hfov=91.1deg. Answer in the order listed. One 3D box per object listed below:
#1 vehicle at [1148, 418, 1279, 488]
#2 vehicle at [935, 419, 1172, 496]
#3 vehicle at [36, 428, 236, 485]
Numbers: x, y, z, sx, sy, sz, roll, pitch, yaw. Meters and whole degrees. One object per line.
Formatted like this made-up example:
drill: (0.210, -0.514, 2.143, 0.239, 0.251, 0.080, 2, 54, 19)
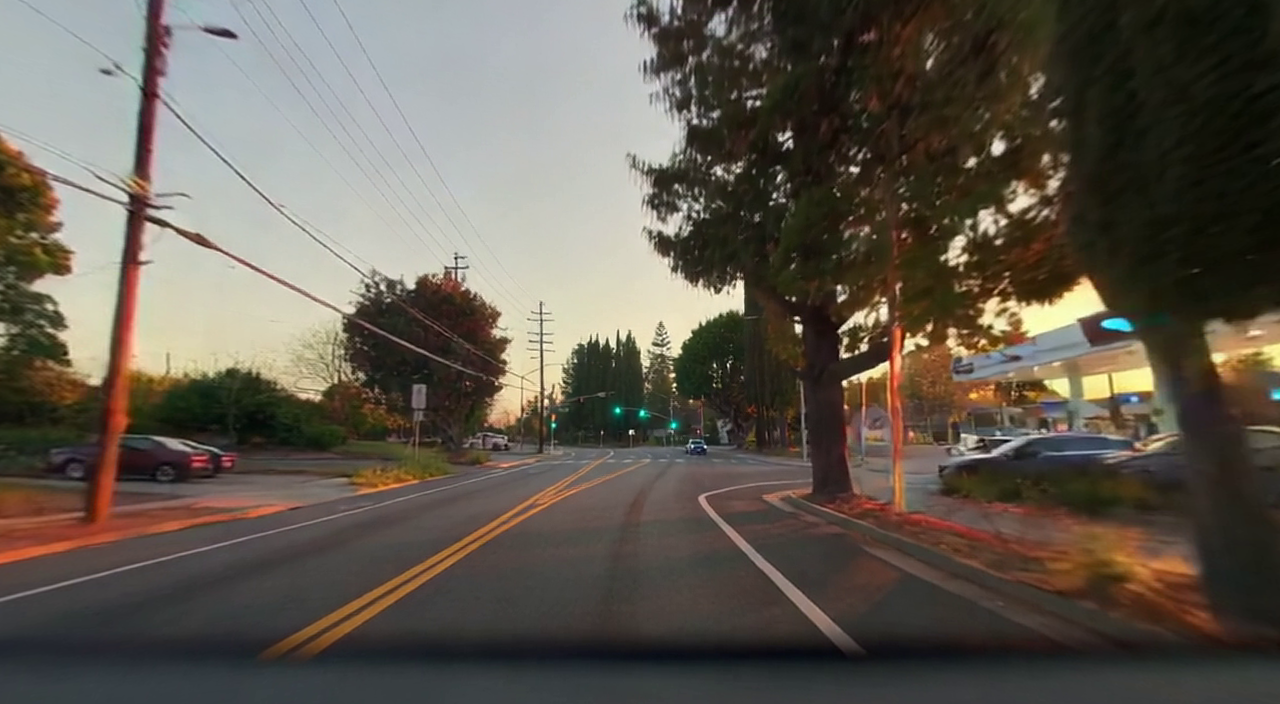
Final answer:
vehicle: (16.192, 2.619, 16.335, 4.102, 1.683, 1.879, -1, -9, 4)
vehicle: (10.586, 2.755, 16.568, 4.736, 1.816, 1.999, -3, -9, 17)
vehicle: (-15.258, 3.202, 19.469, 2.009, 1.526, 4.730, -1, -9, 5)
